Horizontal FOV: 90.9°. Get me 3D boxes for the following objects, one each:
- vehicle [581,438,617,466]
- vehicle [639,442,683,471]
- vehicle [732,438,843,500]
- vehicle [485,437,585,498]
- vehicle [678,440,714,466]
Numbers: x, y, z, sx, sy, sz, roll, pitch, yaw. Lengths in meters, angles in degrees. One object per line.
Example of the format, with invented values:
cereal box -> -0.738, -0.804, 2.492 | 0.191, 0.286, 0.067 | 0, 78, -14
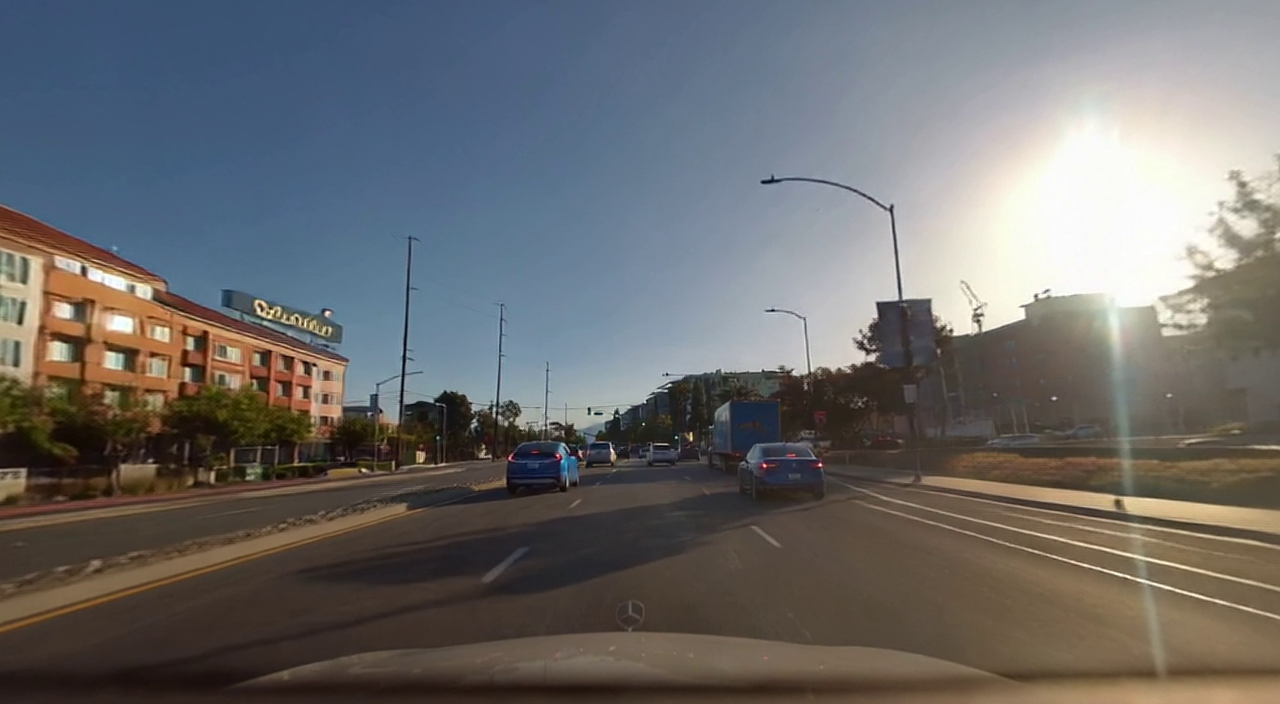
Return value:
vehicle -> -2.819, 6.998, 44.291 | 2.137, 1.796, 4.304 | 0, -8, 1
vehicle -> 1.089, 5.772, 34.991 | 2.020, 1.461, 4.326 | 0, -8, -4
vehicle -> 3.796, 3.086, 17.058 | 1.972, 1.452, 4.189 | 0, -8, 0
vehicle -> -2.819, 3.213, 17.973 | 2.003, 1.509, 4.396 | 0, -8, 2
vehicle -> 3.796, 6.894, 43.247 | 2.050, 1.683, 3.990 | 0, -8, 0
